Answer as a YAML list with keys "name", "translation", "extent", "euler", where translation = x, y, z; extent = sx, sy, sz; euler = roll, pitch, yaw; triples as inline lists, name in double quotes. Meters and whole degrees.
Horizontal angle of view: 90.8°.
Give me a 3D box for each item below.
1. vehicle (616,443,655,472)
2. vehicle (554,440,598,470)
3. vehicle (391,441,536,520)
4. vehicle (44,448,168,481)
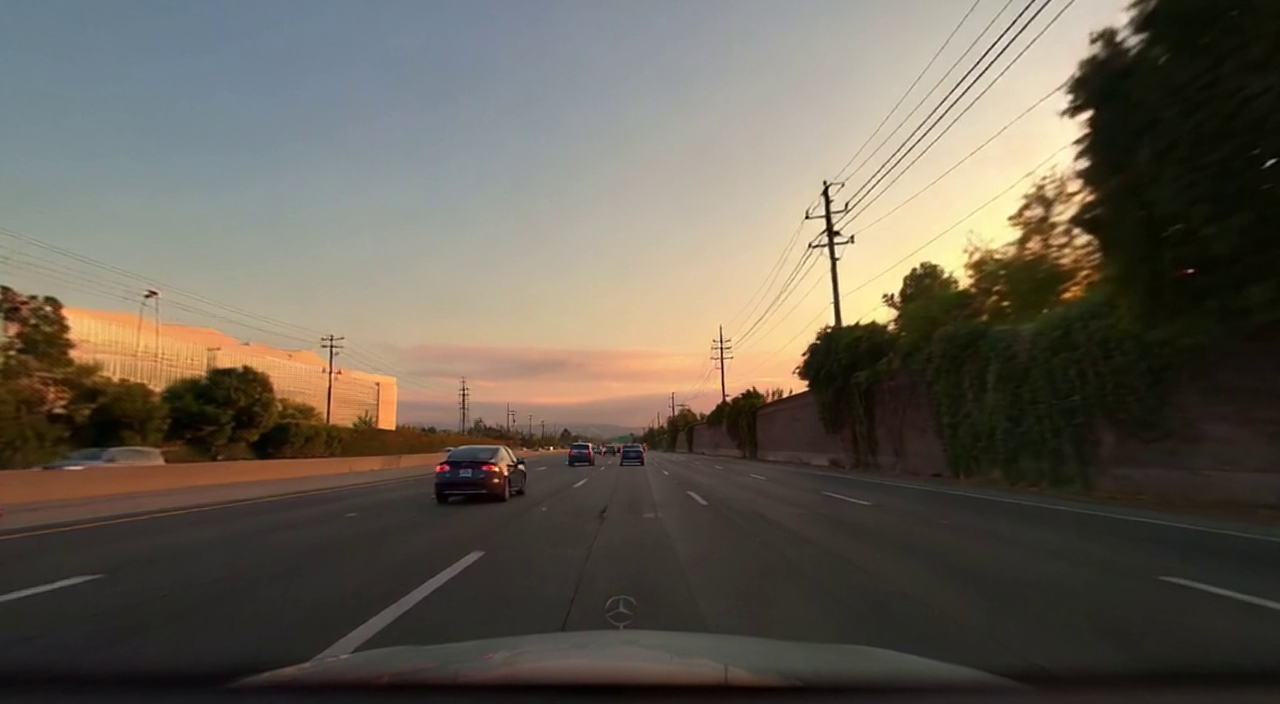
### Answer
- name: "vehicle"
  translation: [-0.222, 5.828, 35.022]
  extent: [2.030, 1.471, 4.115]
  euler: [0, -8, 0]
- name: "vehicle"
  translation: [-3.930, 6.431, 39.712]
  extent: [2.244, 1.752, 4.439]
  euler: [0, -8, 0]
- name: "vehicle"
  translation: [-3.635, 2.707, 13.910]
  extent: [1.938, 1.444, 4.206]
  euler: [0, -8, 0]
- name: "vehicle"
  translation: [-30.460, 6.392, 36.330]
  extent: [2.133, 1.678, 5.690]
  euler: [0, -9, 0]
